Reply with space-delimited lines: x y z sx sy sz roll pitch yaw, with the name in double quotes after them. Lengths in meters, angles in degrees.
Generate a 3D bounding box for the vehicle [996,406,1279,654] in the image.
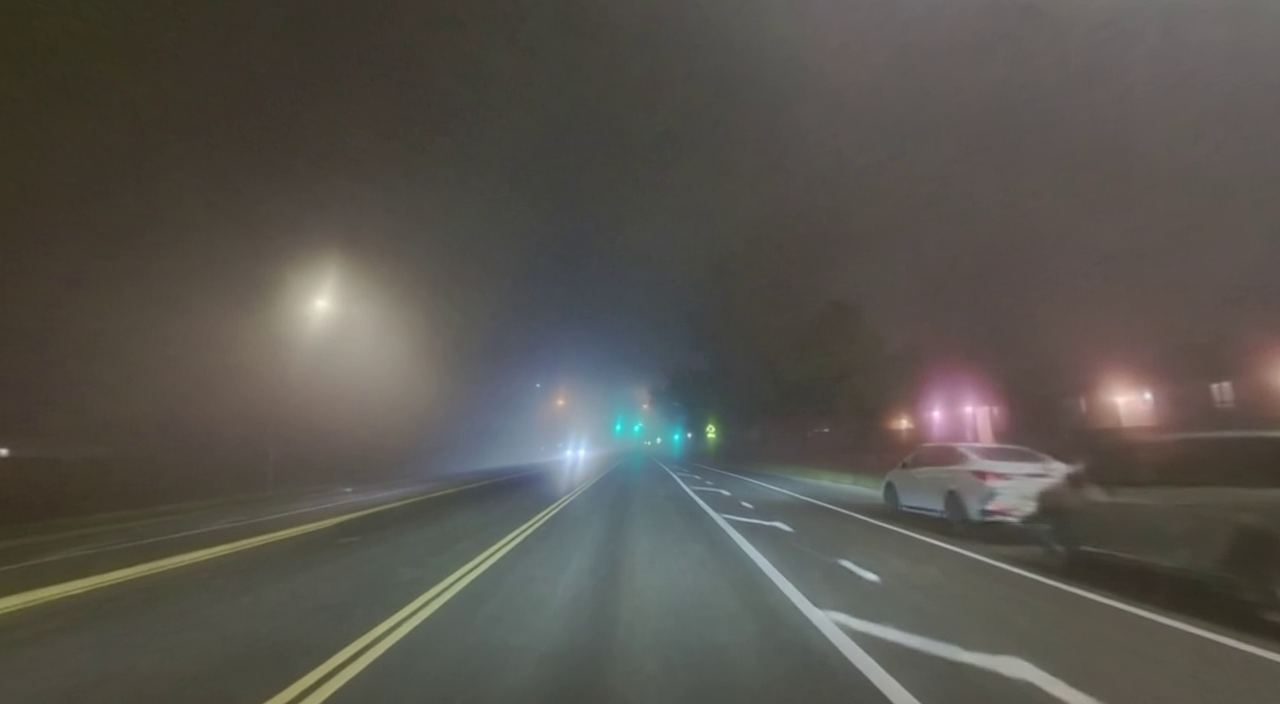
5.022 1.207 4.604 1.995 1.553 4.628 0 -8 -2 "vehicle"
